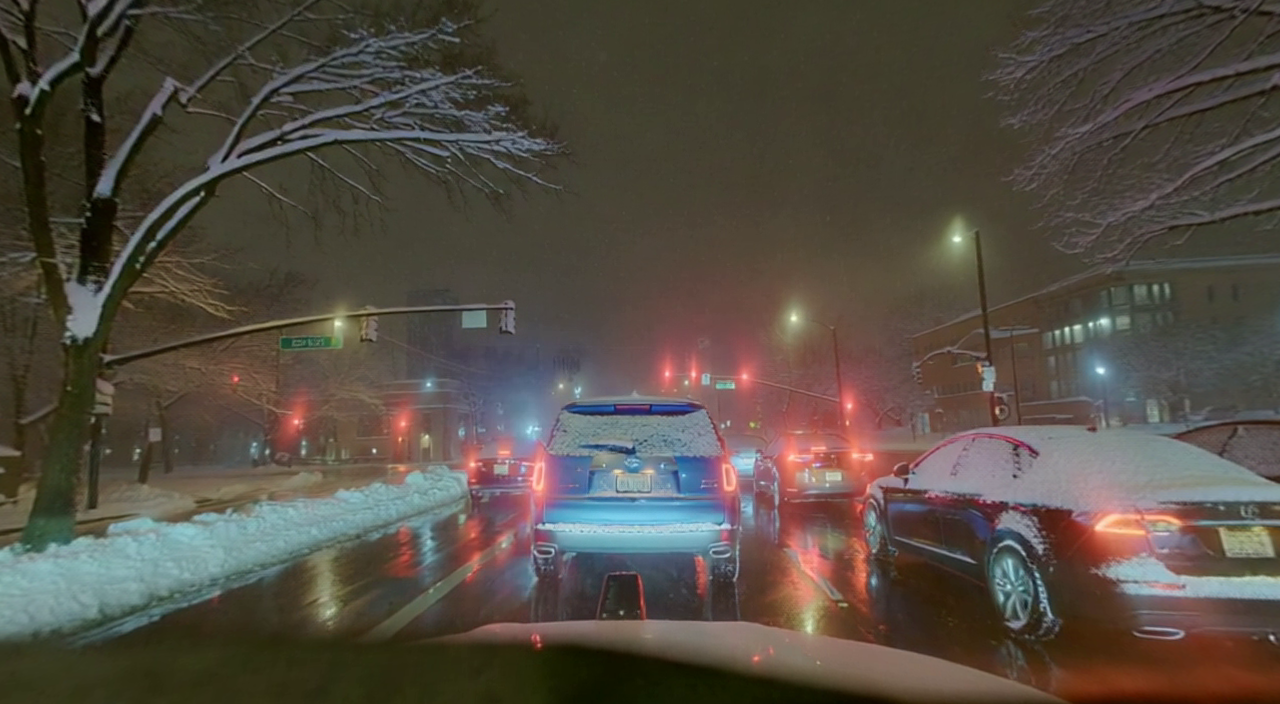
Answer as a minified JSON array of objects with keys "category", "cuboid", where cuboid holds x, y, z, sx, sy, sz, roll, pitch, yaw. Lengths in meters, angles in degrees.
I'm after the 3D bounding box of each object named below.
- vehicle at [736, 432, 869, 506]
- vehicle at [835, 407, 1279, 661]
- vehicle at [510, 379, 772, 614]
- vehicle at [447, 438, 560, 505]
[{"category":"vehicle","cuboid":[3.639,2.702,15.052,1.940,1.474,4.234,0,-8,-1]},{"category":"vehicle","cuboid":[3.639,1.407,6.063,1.995,1.483,4.533,0,-8,-1]},{"category":"vehicle","cuboid":[-0.041,1.453,7.261,2.038,1.819,4.505,0,-8,-1]},{"category":"vehicle","cuboid":[-3.315,2.984,16.210,1.913,1.464,4.276,0,-8,0]}]
